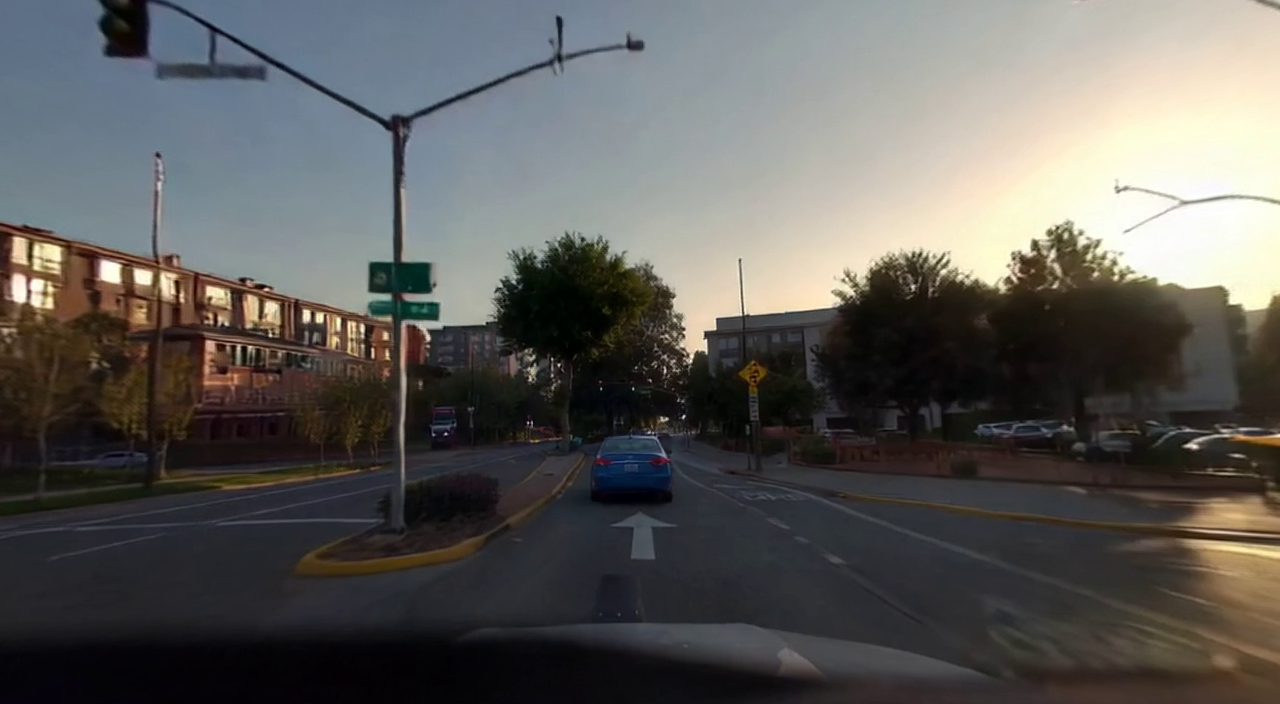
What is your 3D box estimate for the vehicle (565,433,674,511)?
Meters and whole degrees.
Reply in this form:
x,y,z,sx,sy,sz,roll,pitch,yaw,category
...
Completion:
x,y,z,sx,sy,sz,roll,pitch,yaw,category
-0.612,2.466,13.581,1.950,1.401,4.159,1,-8,-7,vehicle
